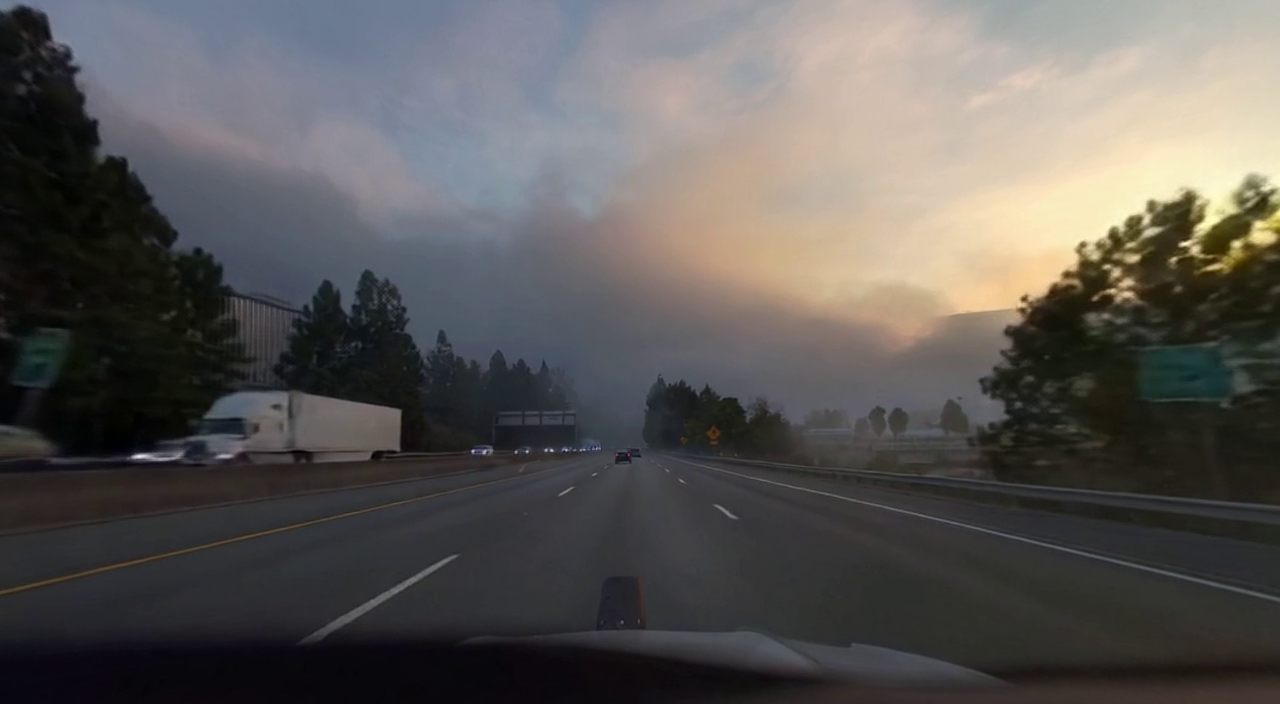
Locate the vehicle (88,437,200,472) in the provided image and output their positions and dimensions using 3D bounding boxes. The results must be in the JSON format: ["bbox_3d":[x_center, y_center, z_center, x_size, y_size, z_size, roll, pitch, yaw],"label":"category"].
[{"bbox_3d":[-24.212,5.021,31.013,1.886,1.573,4.304,-1,-9,2],"label":"vehicle"}]

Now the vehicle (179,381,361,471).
[{"bbox_3d":[-18.808,4.095,33.451,2.999,3.950,11.072,0,-9,-1],"label":"vehicle"}]
